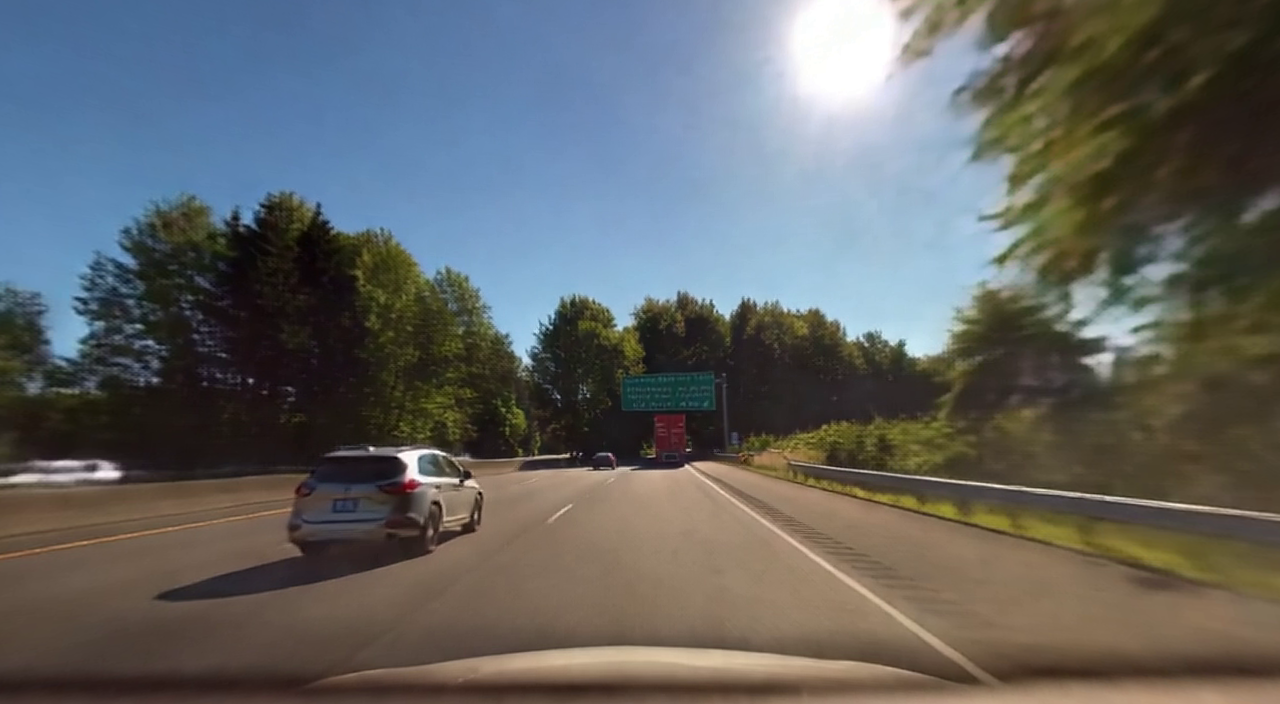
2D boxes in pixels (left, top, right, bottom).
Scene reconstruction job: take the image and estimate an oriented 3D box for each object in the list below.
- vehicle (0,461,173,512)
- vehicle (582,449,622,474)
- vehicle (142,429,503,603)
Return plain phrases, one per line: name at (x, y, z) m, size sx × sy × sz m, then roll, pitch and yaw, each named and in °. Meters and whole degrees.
vehicle at (-18.544, 4.482, 21.422) m, size 1.767 × 1.469 × 4.515 m, roll 0°, pitch -9°, yaw 2°
vehicle at (-2.296, 6.795, 39.177) m, size 2.045 × 1.430 × 3.951 m, roll -1°, pitch -9°, yaw 3°
vehicle at (-3.359, 1.835, 8.005) m, size 2.039 × 1.532 × 4.610 m, roll -1°, pitch -9°, yaw 2°
